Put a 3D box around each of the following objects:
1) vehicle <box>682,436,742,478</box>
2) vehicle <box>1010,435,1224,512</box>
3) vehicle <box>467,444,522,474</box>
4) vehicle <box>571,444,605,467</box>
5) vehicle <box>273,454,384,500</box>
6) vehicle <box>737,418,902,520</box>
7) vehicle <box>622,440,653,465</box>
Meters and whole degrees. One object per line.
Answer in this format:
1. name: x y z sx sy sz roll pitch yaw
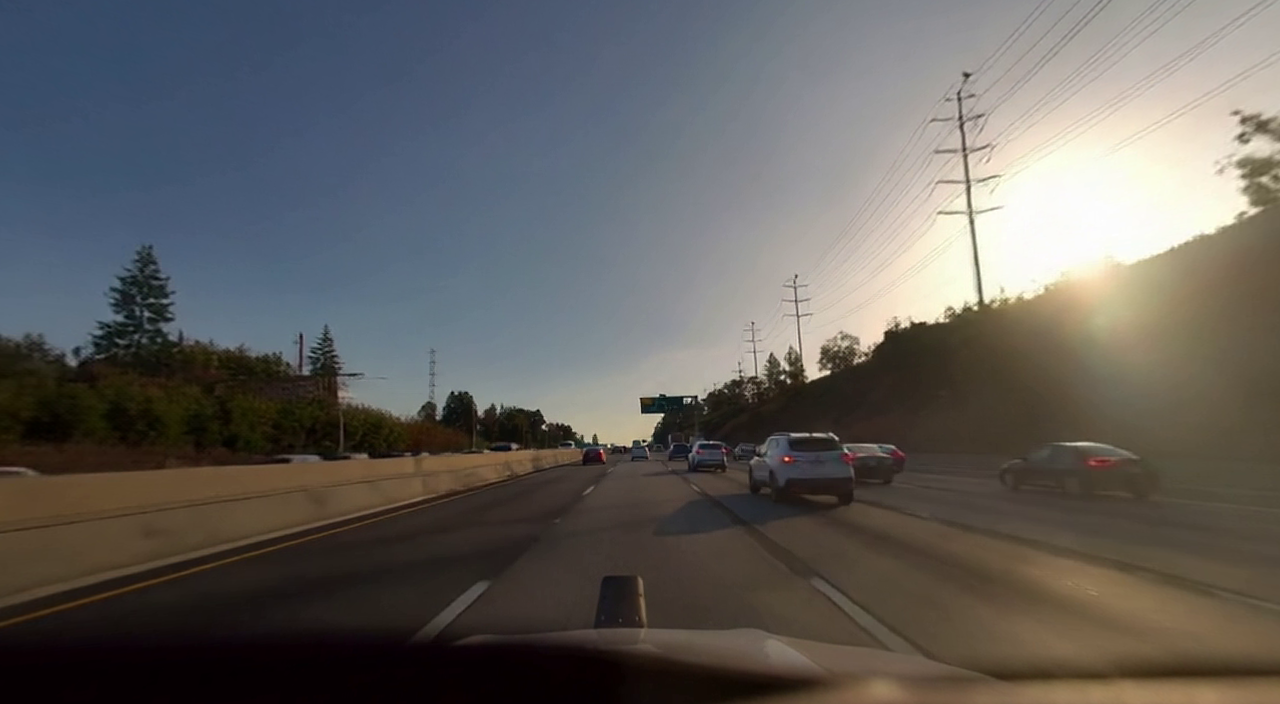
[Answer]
1. vehicle: 3.251 4.865 29.380 2.111 1.755 4.459 0 -8 -2
2. vehicle: 10.557 2.678 14.363 1.850 1.492 3.767 0 -8 -1
3. vehicle: -8.610 6.338 37.650 2.007 1.651 5.177 0 -8 0
4. vehicle: -3.632 7.328 44.616 2.051 1.510 4.373 0 -8 0
5. vehicle: -11.899 4.755 24.432 1.981 1.529 4.499 0 -8 0
6. vehicle: 3.629 2.481 13.878 2.138 1.826 4.783 0 -8 -1
7. vehicle: -0.202 7.714 48.337 2.314 1.796 4.254 0 -8 -1
